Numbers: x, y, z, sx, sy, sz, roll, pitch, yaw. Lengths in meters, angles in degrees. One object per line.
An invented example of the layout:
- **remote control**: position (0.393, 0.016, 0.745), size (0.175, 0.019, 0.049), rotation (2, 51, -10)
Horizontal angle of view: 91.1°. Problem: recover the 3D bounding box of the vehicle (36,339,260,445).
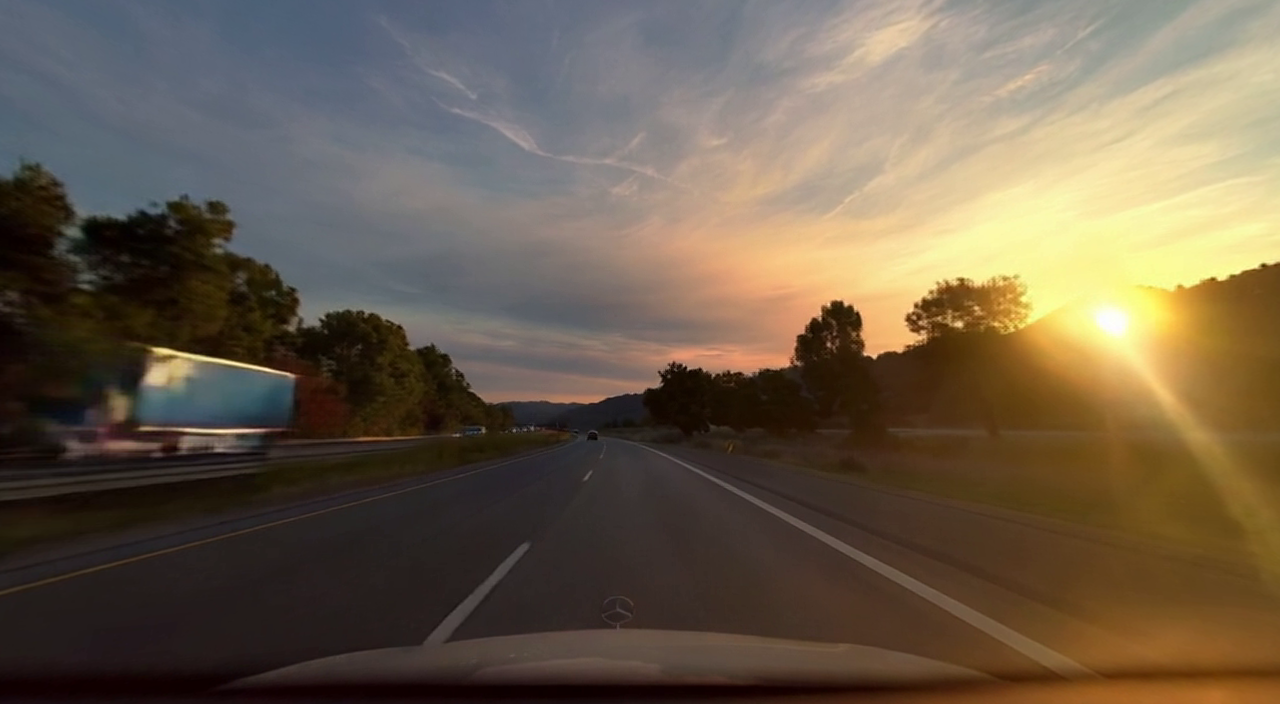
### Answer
- **vehicle**: position (-16.615, 1.601, 21.991), size (2.641, 3.191, 6.392), rotation (0, -8, -1)
